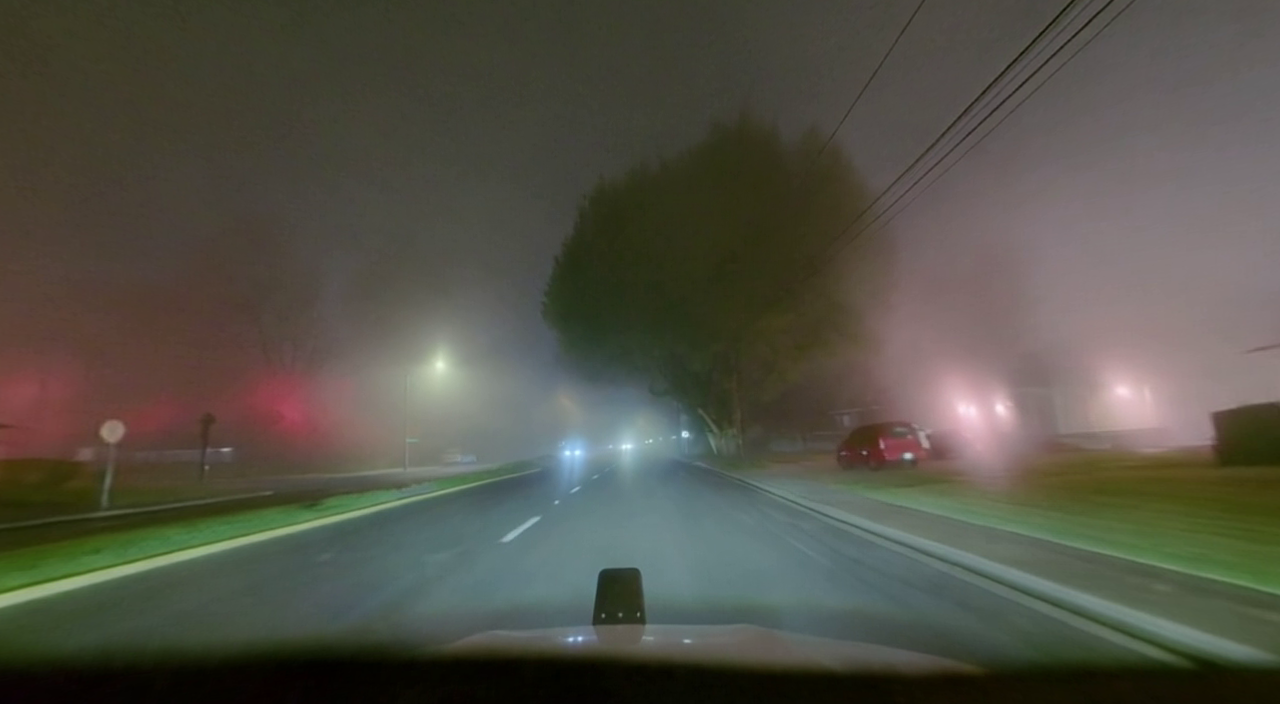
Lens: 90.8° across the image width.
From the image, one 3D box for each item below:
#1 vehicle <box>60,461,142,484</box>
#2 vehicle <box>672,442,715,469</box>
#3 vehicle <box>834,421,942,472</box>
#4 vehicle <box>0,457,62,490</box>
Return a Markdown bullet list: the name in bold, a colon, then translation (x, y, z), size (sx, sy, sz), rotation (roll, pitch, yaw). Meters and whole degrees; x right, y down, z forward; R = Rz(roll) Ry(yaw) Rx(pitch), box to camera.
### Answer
- **vehicle**: translation (-41.388, 9.260, 48.571), size (4.463, 1.651, 1.947), rotation (0, -8, 0)
- **vehicle**: translation (3.133, 6.185, 38.047), size (2.037, 1.518, 4.904), rotation (0, -8, -2)
- **vehicle**: translation (9.370, 3.615, 24.467), size (1.971, 1.641, 5.191), rotation (-4, -7, -1)
- **vehicle**: translation (-46.954, 9.305, 48.360), size (3.032, 2.323, 2.110), rotation (2, -8, -4)
